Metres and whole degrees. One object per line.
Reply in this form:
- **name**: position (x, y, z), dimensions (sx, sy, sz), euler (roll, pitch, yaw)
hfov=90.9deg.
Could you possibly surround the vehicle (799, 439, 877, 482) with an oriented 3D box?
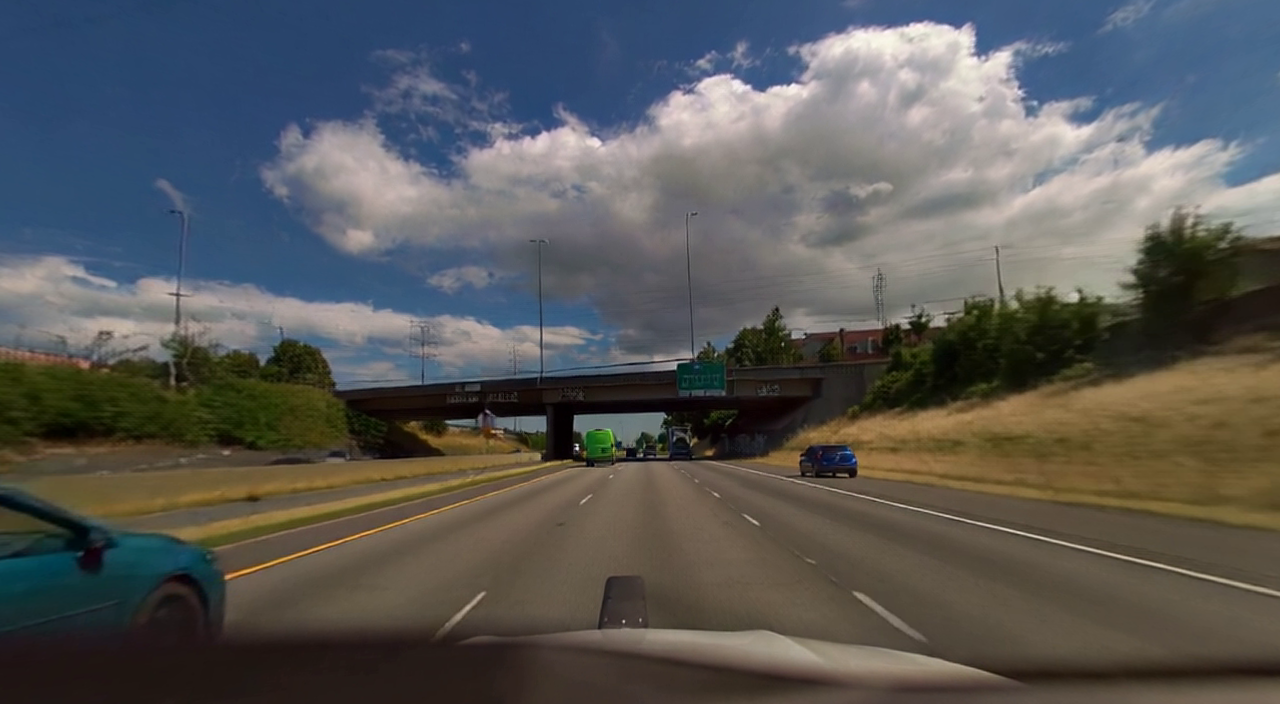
- **vehicle**: position (8.367, 4.628, 27.033), dimensions (1.936, 1.664, 4.198), euler (0, -9, -1)

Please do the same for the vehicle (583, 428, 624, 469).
- **vehicle**: position (-2.437, 6.633, 43.347), dimensions (2.451, 2.627, 5.868), euler (0, -9, 0)
